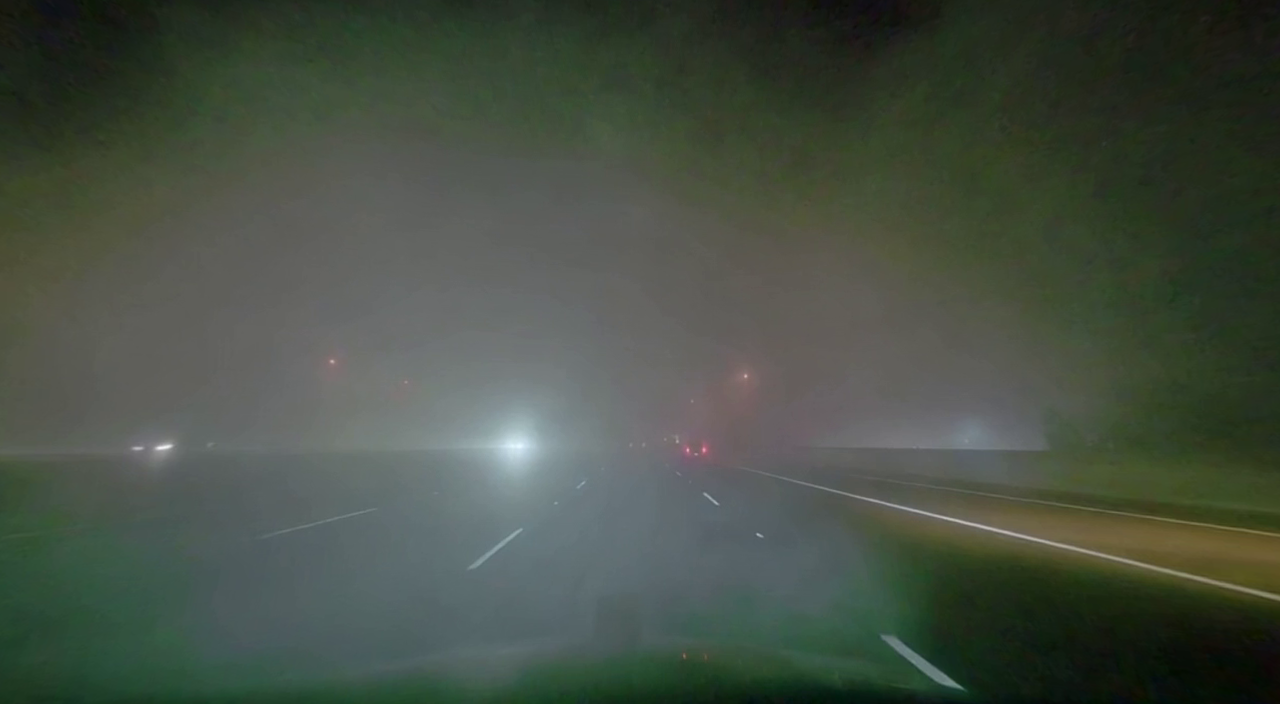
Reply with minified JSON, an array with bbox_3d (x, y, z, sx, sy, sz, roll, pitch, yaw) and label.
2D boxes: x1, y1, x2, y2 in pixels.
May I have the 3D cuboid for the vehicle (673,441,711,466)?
[{"bbox_3d":[3.286,6.468,40.492,2.000,1.533,3.770,0,-8,-1],"label":"vehicle"}]

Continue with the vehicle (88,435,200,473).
[{"bbox_3d":[-22.791,4.680,29.250,2.124,1.610,3.846,1,-8,-3],"label":"vehicle"}]
